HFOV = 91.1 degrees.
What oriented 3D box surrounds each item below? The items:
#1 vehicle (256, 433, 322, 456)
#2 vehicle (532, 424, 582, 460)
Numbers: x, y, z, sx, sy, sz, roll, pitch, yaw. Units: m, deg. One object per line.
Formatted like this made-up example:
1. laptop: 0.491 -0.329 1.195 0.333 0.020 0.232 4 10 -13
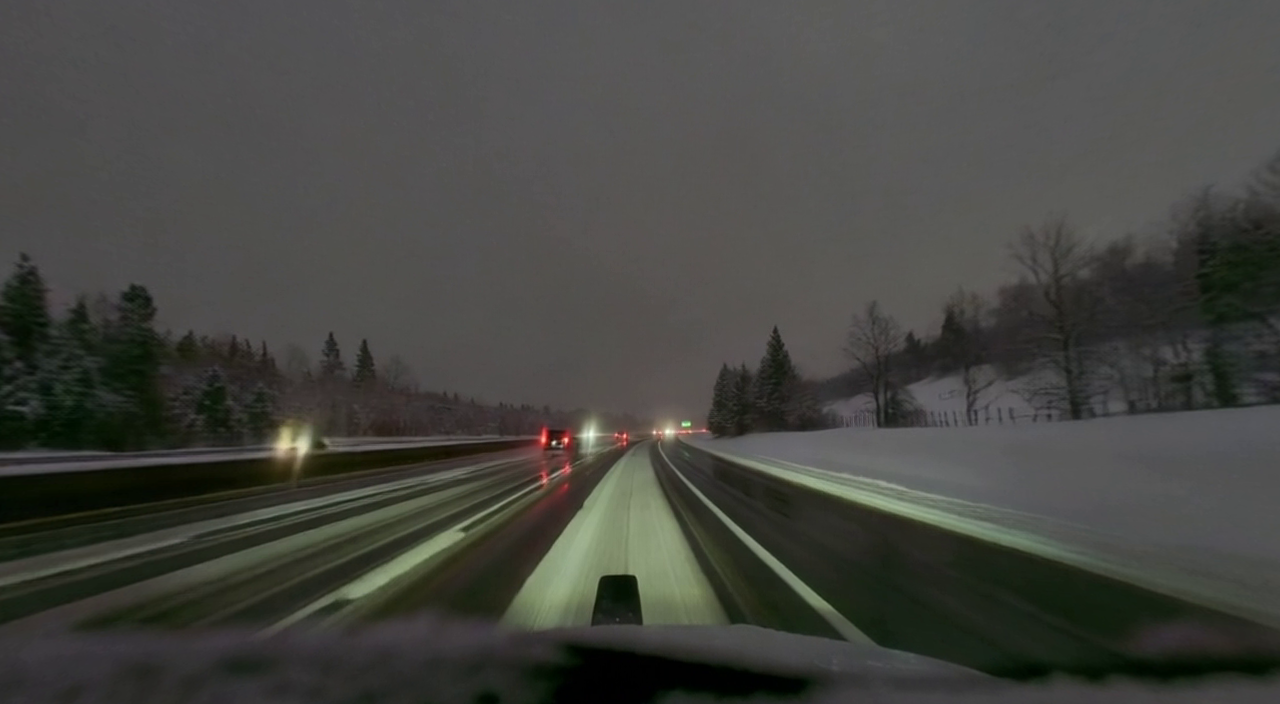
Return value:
1. vehicle: -23.670 6.256 42.568 1.850 1.483 4.369 0 -8 1
2. vehicle: -4.246 4.686 32.827 1.980 1.721 4.419 0 -8 1
